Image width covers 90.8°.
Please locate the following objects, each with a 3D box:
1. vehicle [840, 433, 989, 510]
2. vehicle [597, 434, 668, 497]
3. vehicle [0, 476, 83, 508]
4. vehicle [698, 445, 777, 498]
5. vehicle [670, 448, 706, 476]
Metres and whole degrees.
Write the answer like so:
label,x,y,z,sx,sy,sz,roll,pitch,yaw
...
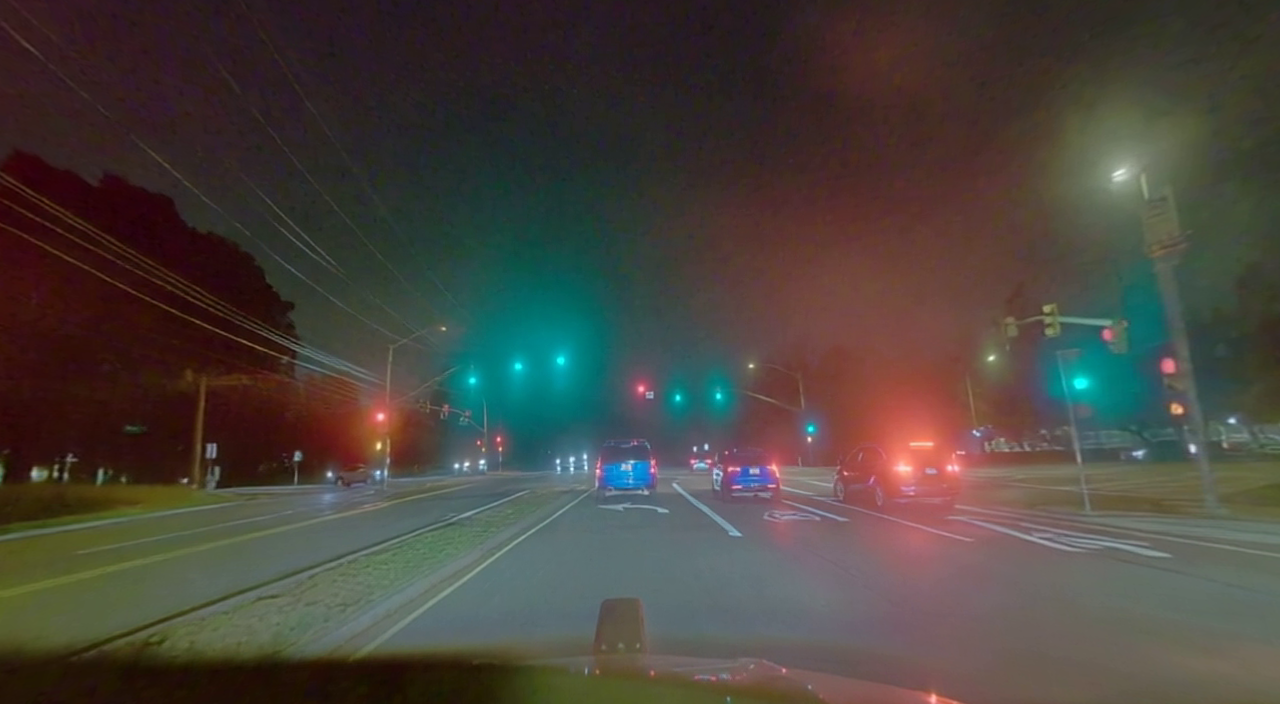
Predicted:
label,x,y,z,sx,sy,sz,roll,pitch,yaw
vehicle,7.069,3.100,16.896,1.929,1.753,4.396,0,-9,-1
vehicle,-0.242,3.933,22.281,2.231,1.998,4.254,0,-9,0
vehicle,-45.192,10.530,47.805,1.938,2.001,4.600,0,-9,-4
vehicle,3.170,3.988,21.514,1.880,1.579,4.401,0,-9,-2
vehicle,3.160,7.287,42.159,1.915,1.765,4.047,0,-9,-2
